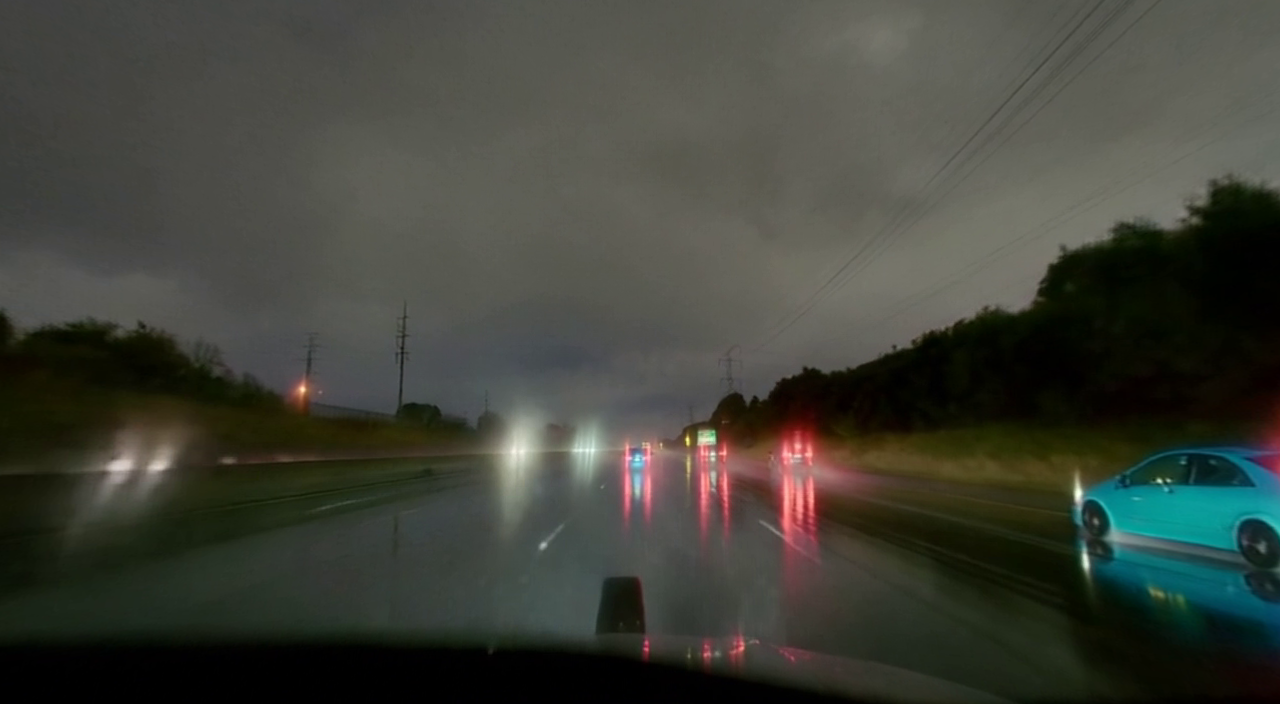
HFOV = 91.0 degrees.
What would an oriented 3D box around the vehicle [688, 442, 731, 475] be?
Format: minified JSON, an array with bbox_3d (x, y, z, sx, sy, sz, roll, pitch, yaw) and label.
[{"bbox_3d":[4.115,6.347,37.812,2.159,1.782,4.673,0,-9,1],"label":"vehicle"}]

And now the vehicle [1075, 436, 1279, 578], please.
[{"bbox_3d":[8.051,1.841,7.753,1.970,1.545,4.818,0,-9,1],"label":"vehicle"}]
